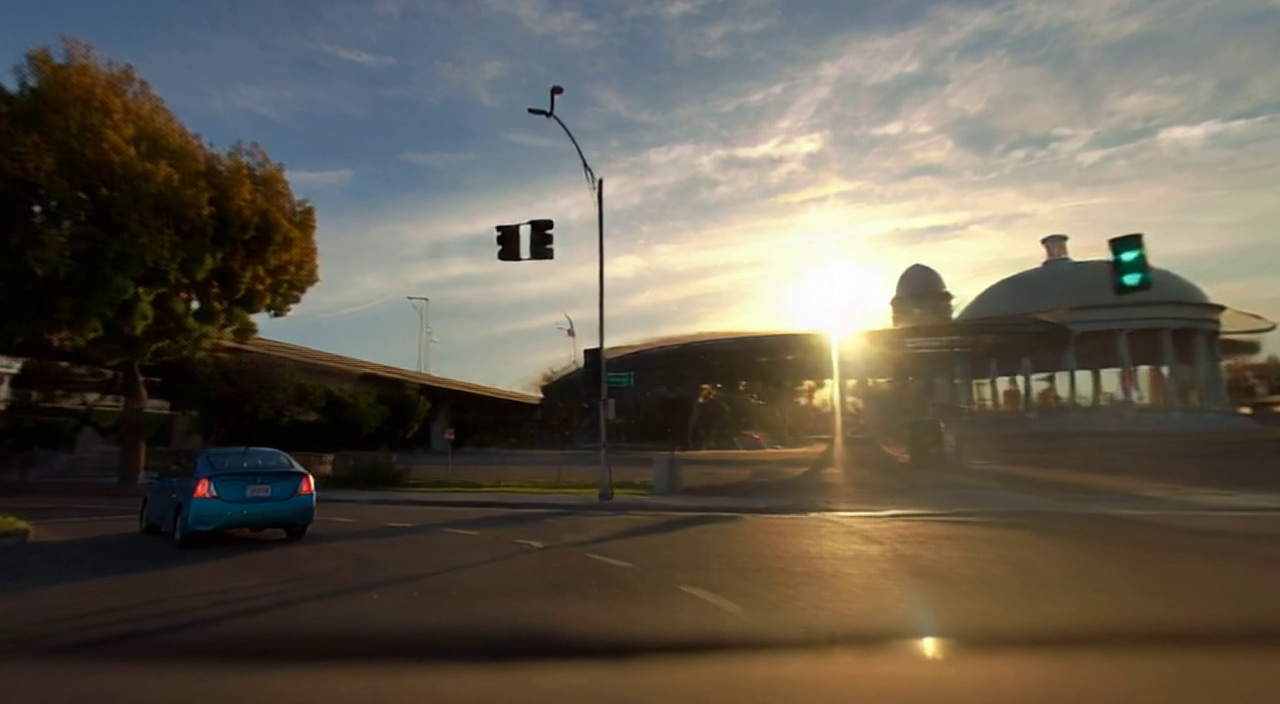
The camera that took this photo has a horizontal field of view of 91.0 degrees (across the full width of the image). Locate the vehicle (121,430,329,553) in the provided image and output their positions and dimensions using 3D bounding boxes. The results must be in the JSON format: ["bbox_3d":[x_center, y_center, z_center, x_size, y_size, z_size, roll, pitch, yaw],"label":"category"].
[{"bbox_3d":[-6.876,2.132,10.306,1.976,1.584,3.772,9,-12,-44],"label":"vehicle"}]
